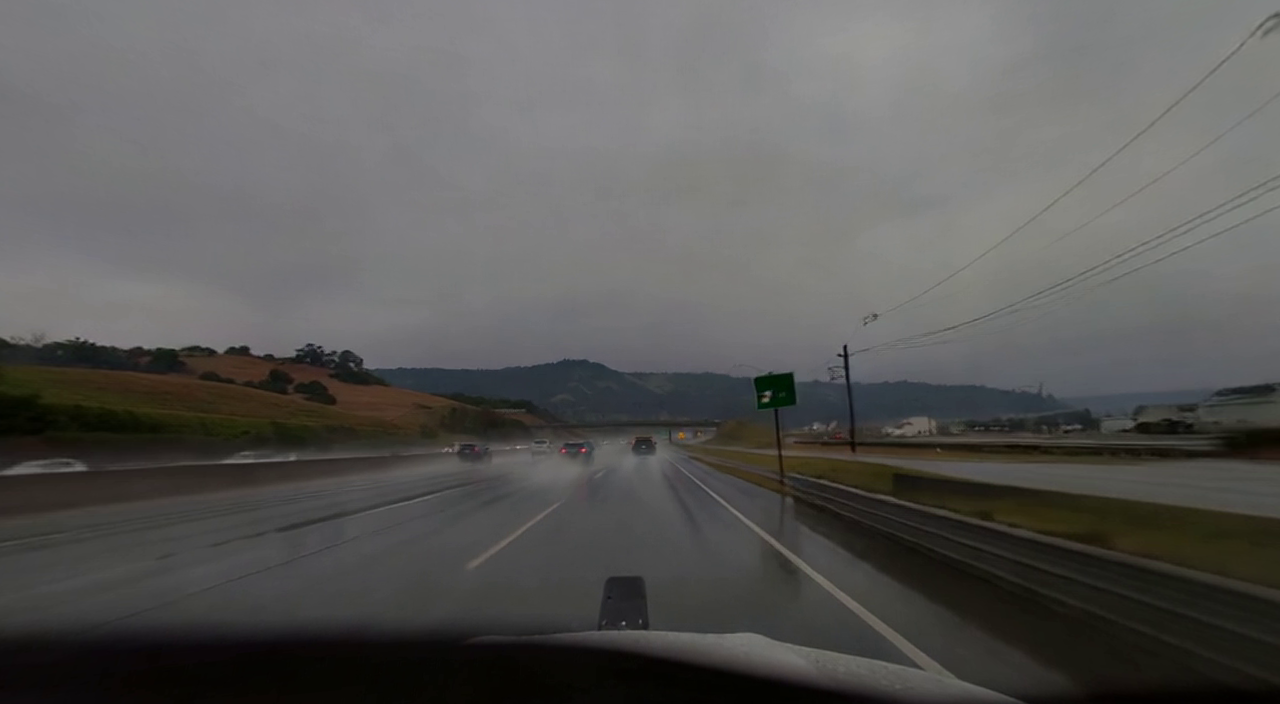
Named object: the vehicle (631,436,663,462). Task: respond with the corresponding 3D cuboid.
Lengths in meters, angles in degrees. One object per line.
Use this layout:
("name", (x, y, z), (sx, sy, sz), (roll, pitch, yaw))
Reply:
("vehicle", (0.448, 6.921, 45.221), (2.194, 1.737, 4.127), (0, -8, -1))

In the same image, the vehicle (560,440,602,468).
("vehicle", (-3.316, 5.844, 36.403), (1.967, 1.517, 4.808), (0, -8, 0))

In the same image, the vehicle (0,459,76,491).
("vehicle", (-31.938, 6.285, 32.356), (1.874, 1.440, 4.364), (0, -8, 0))

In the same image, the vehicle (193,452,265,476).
("vehicle", (-27.544, 7.501, 42.453), (1.791, 1.439, 4.406), (-1, -8, 1))
